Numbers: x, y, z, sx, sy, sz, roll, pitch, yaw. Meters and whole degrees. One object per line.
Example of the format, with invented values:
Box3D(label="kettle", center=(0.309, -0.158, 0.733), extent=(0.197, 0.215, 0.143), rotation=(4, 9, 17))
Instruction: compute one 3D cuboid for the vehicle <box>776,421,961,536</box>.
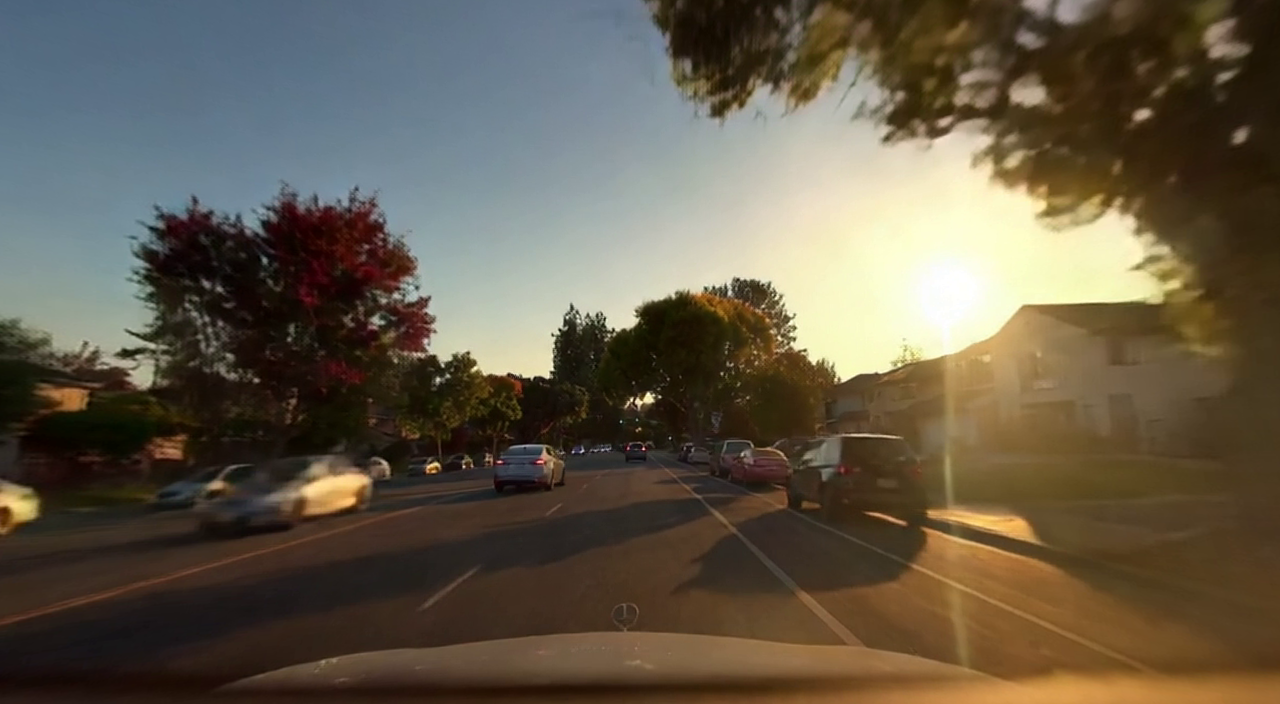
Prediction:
Box3D(label="vehicle", center=(4.092, 2.338, 12.249), extent=(1.943, 1.788, 4.462), rotation=(0, -9, 1))

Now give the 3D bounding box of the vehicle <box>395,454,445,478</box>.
Box3D(label="vehicle", center=(-14.633, 7.590, 42.272), extent=(1.847, 1.494, 4.189), rotation=(0, -9, -1))

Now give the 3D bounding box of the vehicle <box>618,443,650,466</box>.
Box3D(label="vehicle", center=(-0.407, 6.985, 43.276), extent=(2.088, 1.495, 4.048), rotation=(0, -9, -1))

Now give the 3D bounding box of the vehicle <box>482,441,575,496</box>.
Box3D(label="vehicle", center=(-3.280, 3.529, 19.559), extent=(2.027, 1.477, 4.413), rotation=(0, -9, 1))

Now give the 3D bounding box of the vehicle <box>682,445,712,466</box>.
Box3D(label="vehicle", center=(4.188, 7.723, 47.175), extent=(1.890, 1.459, 4.371), rotation=(0, -9, 0))

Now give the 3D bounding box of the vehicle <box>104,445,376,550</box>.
Box3D(label="vehicle", center=(-6.661, 2.421, 11.305), extent=(1.944, 1.466, 4.487), rotation=(0, -9, -1))

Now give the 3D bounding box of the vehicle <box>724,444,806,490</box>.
Box3D(label="vehicle", center=(4.335, 4.082, 22.747), extent=(1.933, 1.463, 4.735), rotation=(0, -9, -1))
